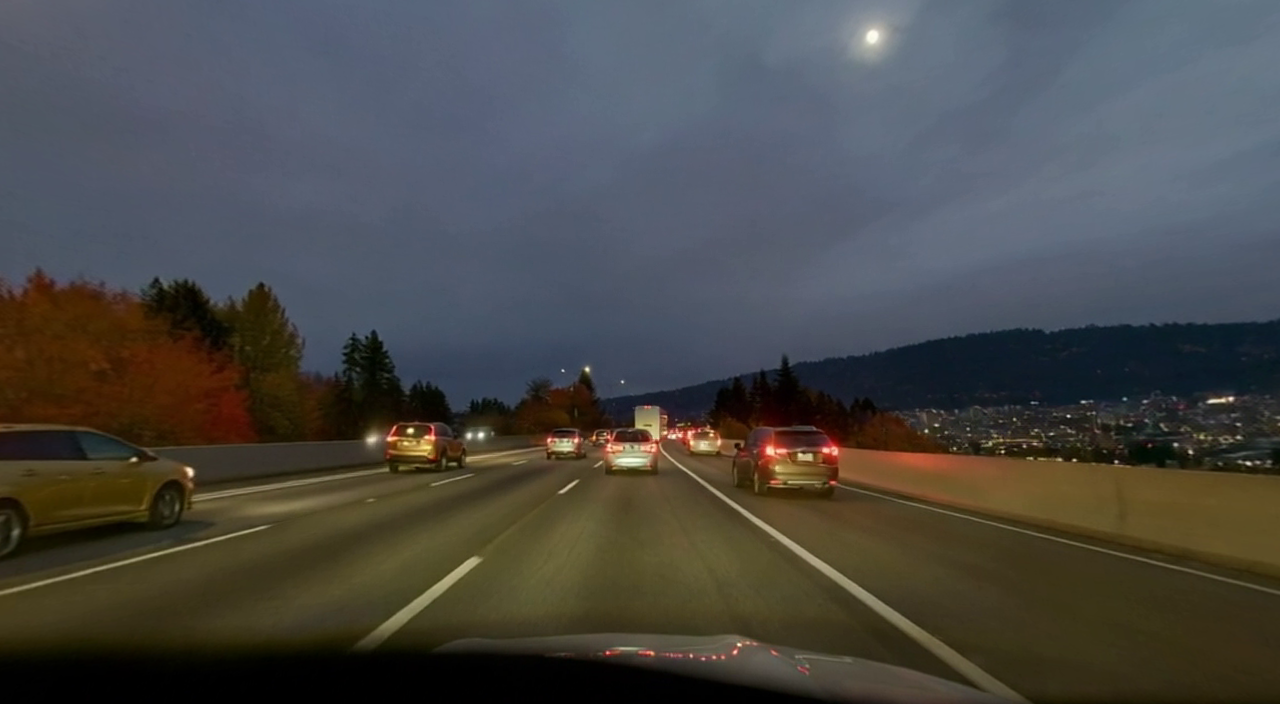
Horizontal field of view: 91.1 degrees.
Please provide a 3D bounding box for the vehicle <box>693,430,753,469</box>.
[{"bbox_3d":[3.487,4.196,27.358,1.972,1.516,4.514,0,-8,0],"label":"vehicle"}]

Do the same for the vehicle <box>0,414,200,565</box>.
[{"bbox_3d":[-7.470,1.511,7.212,1.934,1.526,3.966,0,-8,0],"label":"vehicle"}]

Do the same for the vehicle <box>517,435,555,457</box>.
[{"bbox_3d":[-7.042,6.382,42.966,1.896,1.429,4.348,0,-8,0],"label":"vehicle"}]

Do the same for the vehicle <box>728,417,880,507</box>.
[{"bbox_3d":[3.348,2.326,13.831,2.095,1.650,4.331,0,-8,-1],"label":"vehicle"}]

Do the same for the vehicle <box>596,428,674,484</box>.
[{"bbox_3d":[-0.143,3.119,19.272,2.111,1.494,4.364,0,-8,0],"label":"vehicle"}]

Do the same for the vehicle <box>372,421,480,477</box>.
[{"bbox_3d":[-7.473,3.424,22.542,2.117,1.779,4.745,0,-8,1],"label":"vehicle"}]

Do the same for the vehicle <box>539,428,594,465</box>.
[{"bbox_3d":[-3.537,4.626,30.992,2.064,1.672,4.277,0,-8,1],"label":"vehicle"}]
